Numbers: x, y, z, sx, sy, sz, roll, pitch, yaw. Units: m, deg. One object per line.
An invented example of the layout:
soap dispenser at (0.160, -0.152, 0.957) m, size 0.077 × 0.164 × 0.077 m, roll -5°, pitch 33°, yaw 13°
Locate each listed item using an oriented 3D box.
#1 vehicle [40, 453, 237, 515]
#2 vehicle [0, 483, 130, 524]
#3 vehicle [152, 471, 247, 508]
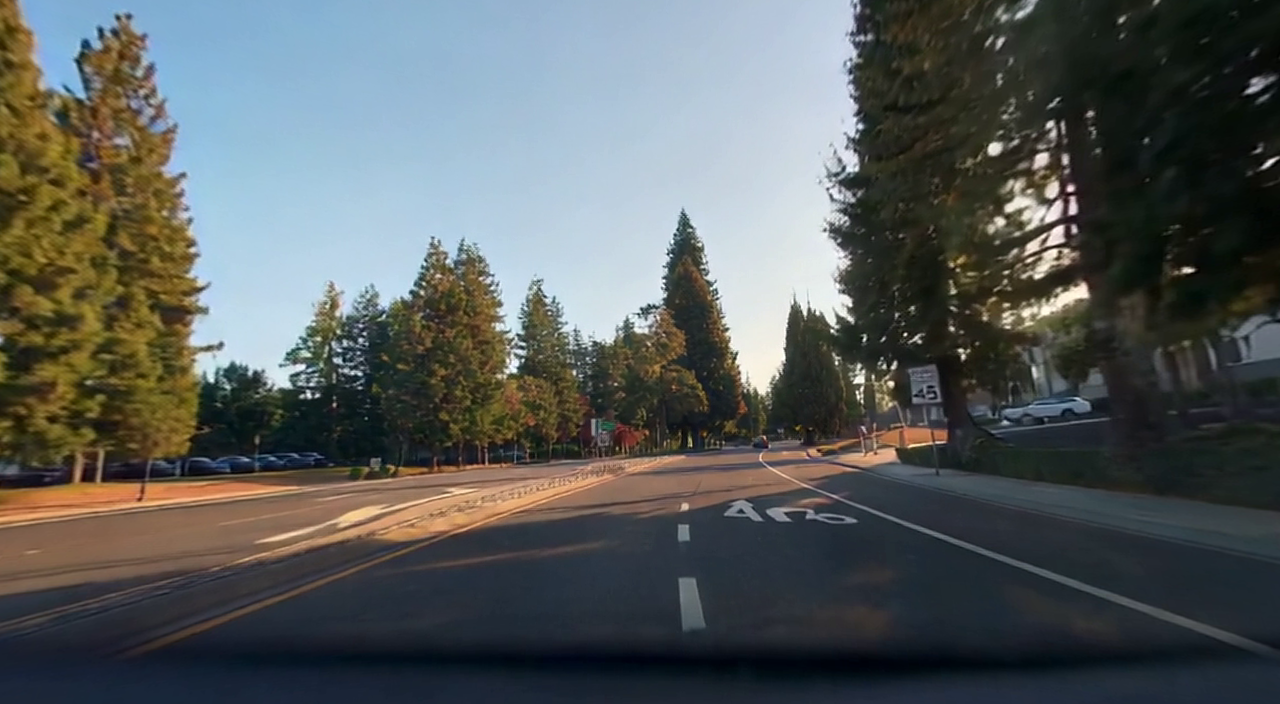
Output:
vehicle at (-33.346, 8.708, 42.971) m, size 2.888 × 3.468 × 10.757 m, roll -1°, pitch -9°, yaw 13°
vehicle at (-26.457, 6.894, 29.103) m, size 1.827 × 1.450 × 4.302 m, roll -2°, pitch -8°, yaw 11°
vehicle at (-24.984, 7.774, 36.024) m, size 1.911 × 1.583 × 4.279 m, roll -8°, pitch -10°, yaw 11°
